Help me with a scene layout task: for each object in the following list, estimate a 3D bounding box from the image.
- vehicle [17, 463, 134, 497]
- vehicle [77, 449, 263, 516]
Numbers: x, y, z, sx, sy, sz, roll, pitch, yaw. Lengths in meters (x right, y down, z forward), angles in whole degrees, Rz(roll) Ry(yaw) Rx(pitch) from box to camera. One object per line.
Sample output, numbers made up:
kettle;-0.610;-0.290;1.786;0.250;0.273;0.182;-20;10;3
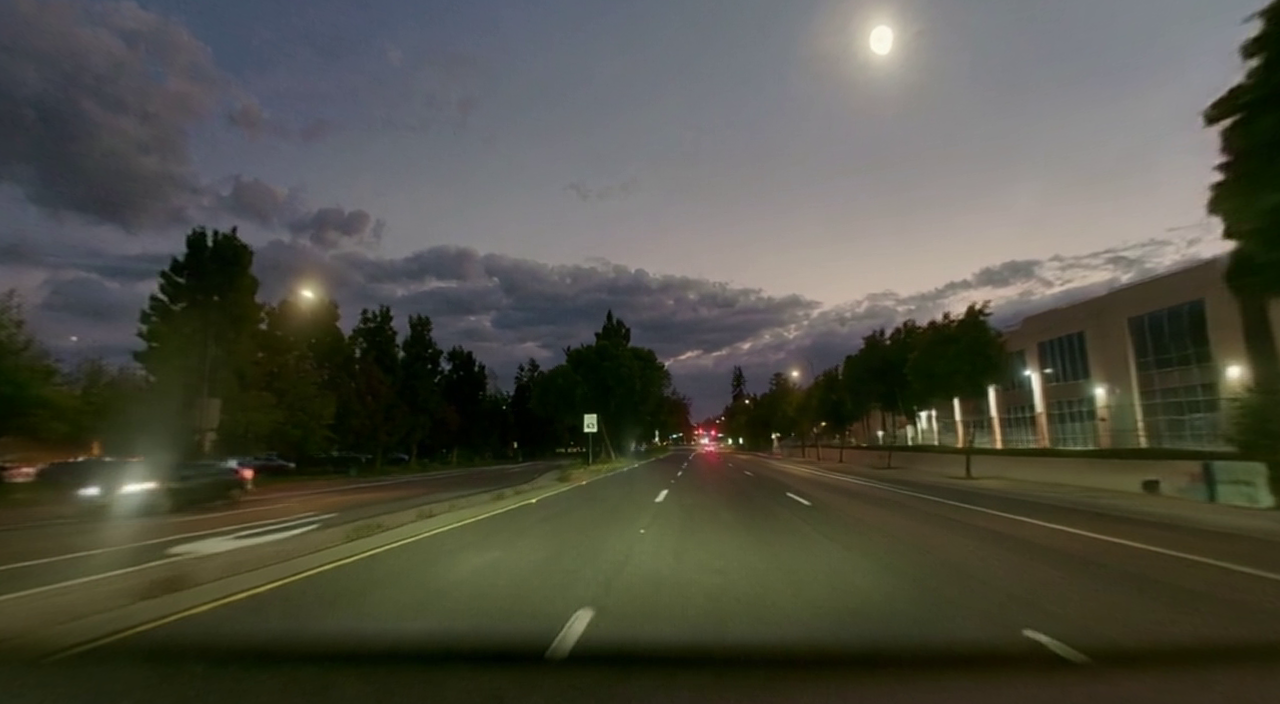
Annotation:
vehicle;-26.693;6.043;29.871;4.072;1.439;1.663;-1;-8;5
vehicle;-14.163;3.895;19.430;1.915;1.721;4.402;-2;-8;9
